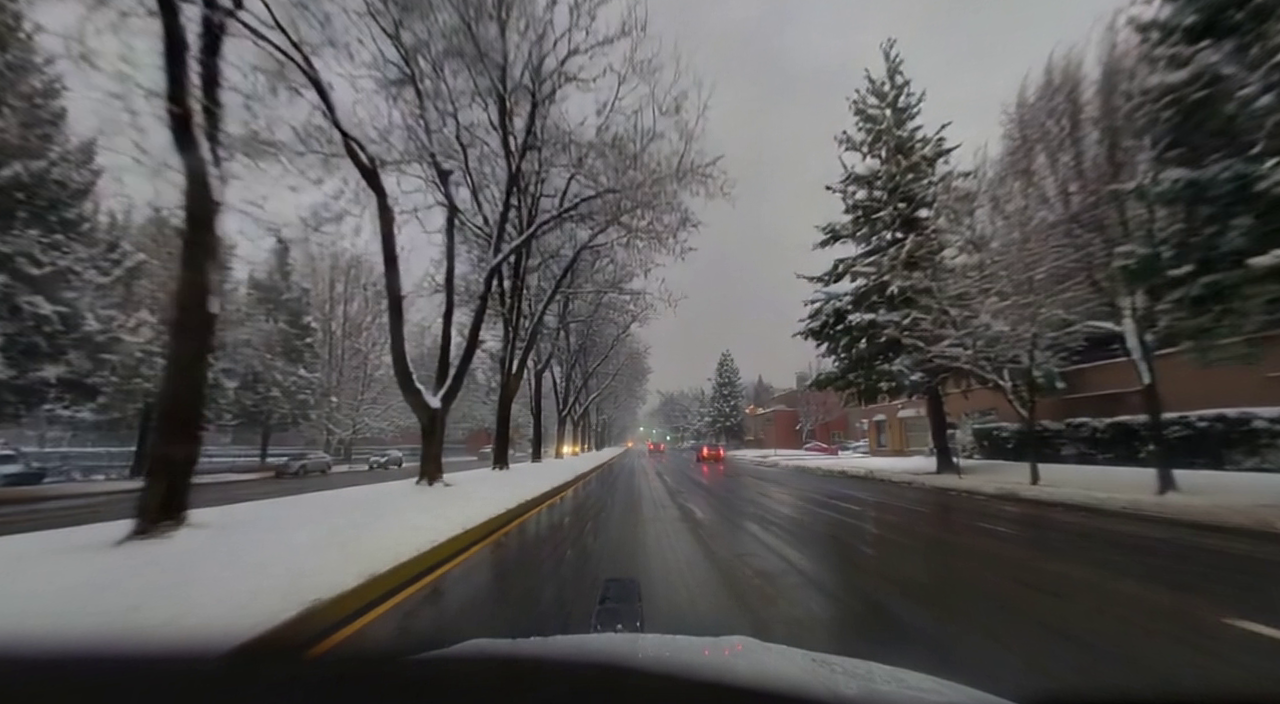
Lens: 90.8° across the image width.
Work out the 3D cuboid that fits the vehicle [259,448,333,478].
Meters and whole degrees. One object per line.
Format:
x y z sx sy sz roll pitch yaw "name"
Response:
-22.001 7.074 40.616 1.922 1.738 4.556 -1 -8 5 "vehicle"
